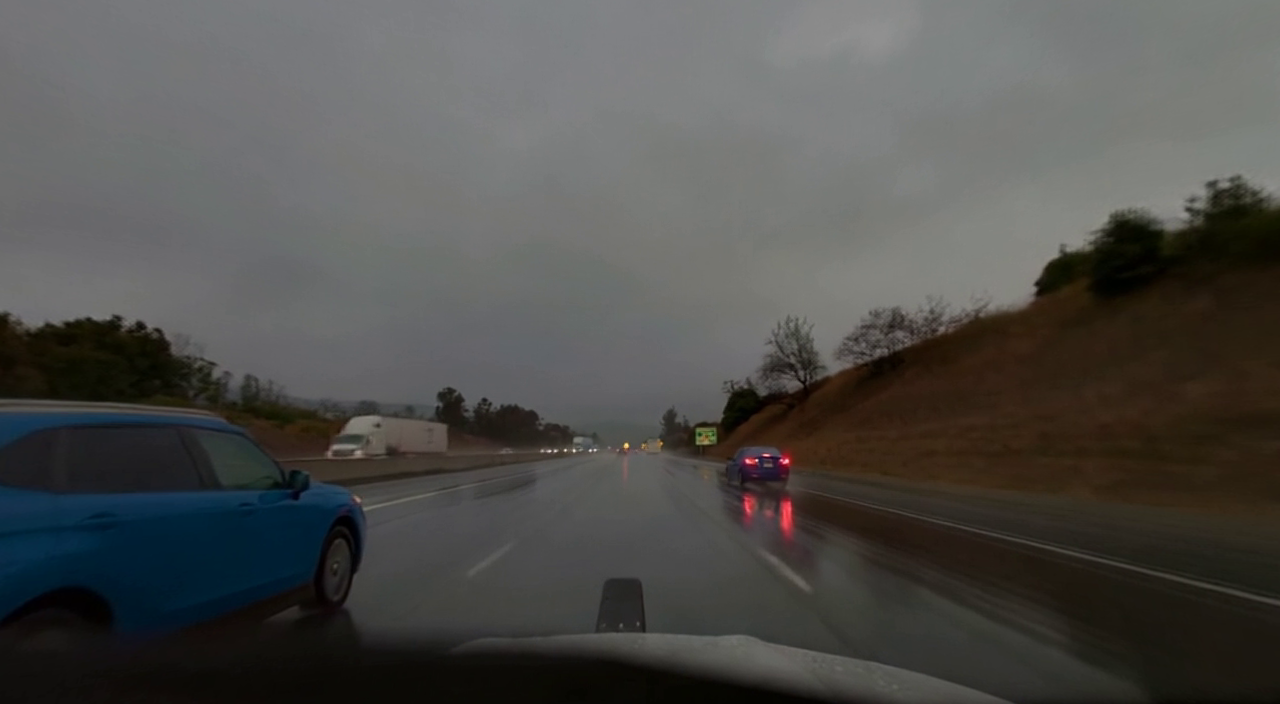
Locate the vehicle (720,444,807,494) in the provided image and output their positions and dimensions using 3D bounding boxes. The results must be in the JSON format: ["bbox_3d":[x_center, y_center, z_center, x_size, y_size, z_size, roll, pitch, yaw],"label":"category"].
[{"bbox_3d":[3.934,3.783,20.779,1.967,1.472,3.751,0,-9,-2],"label":"vehicle"}]

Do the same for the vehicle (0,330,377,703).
[{"bbox_3d":[-3.170,0.882,2.584,2.277,1.695,4.475,0,-9,-1],"label":"vehicle"}]
